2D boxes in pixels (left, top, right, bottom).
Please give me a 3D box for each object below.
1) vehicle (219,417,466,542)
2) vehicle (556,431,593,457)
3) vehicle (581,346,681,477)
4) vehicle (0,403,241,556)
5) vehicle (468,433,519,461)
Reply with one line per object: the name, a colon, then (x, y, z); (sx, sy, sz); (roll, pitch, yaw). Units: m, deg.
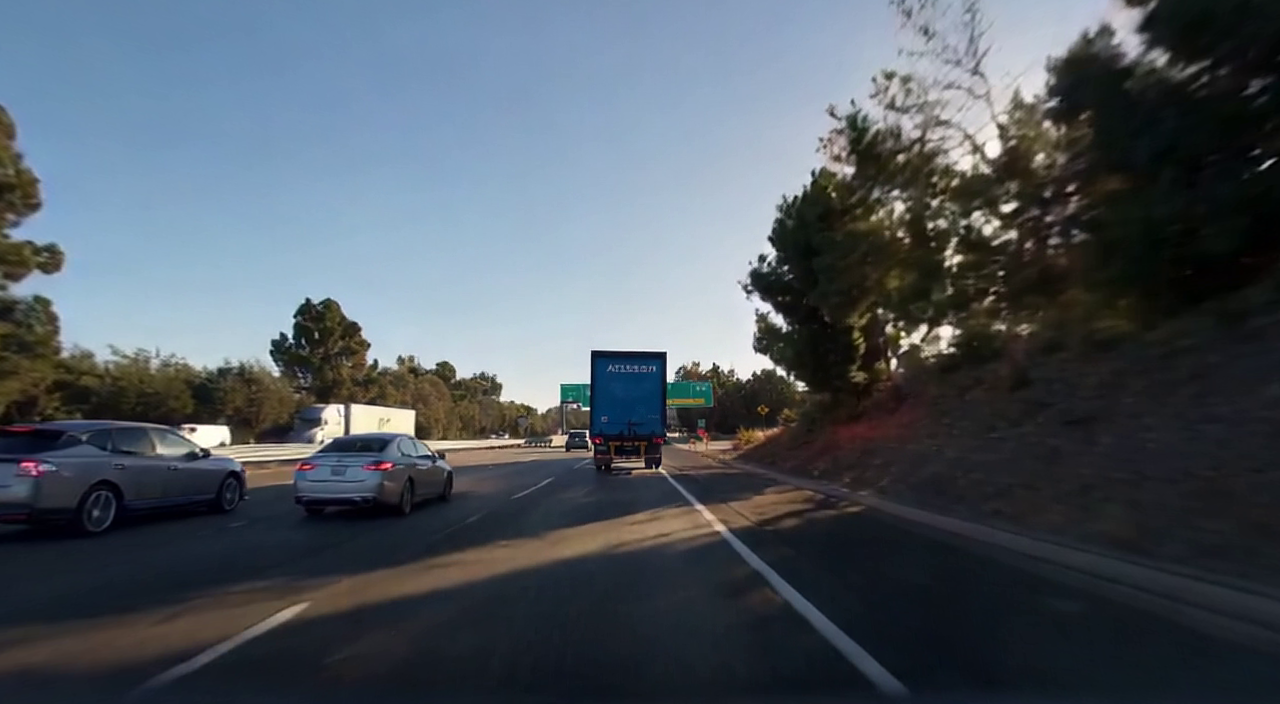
vehicle: (-4.155, 1.815, 9.623); (1.933, 1.492, 3.838); (0, -8, -1)
vehicle: (-4.376, 6.211, 42.685); (2.104, 1.653, 4.302); (0, -8, -1)
vehicle: (-0.385, 2.571, 25.207); (3.118, 4.106, 10.719); (0, -8, -1)
vehicle: (-7.994, 1.666, 8.926); (1.990, 1.654, 4.129); (0, -8, -1)
vehicle: (-8.526, 5.525, 36.921); (1.976, 1.510, 4.604); (0, -8, -1)
